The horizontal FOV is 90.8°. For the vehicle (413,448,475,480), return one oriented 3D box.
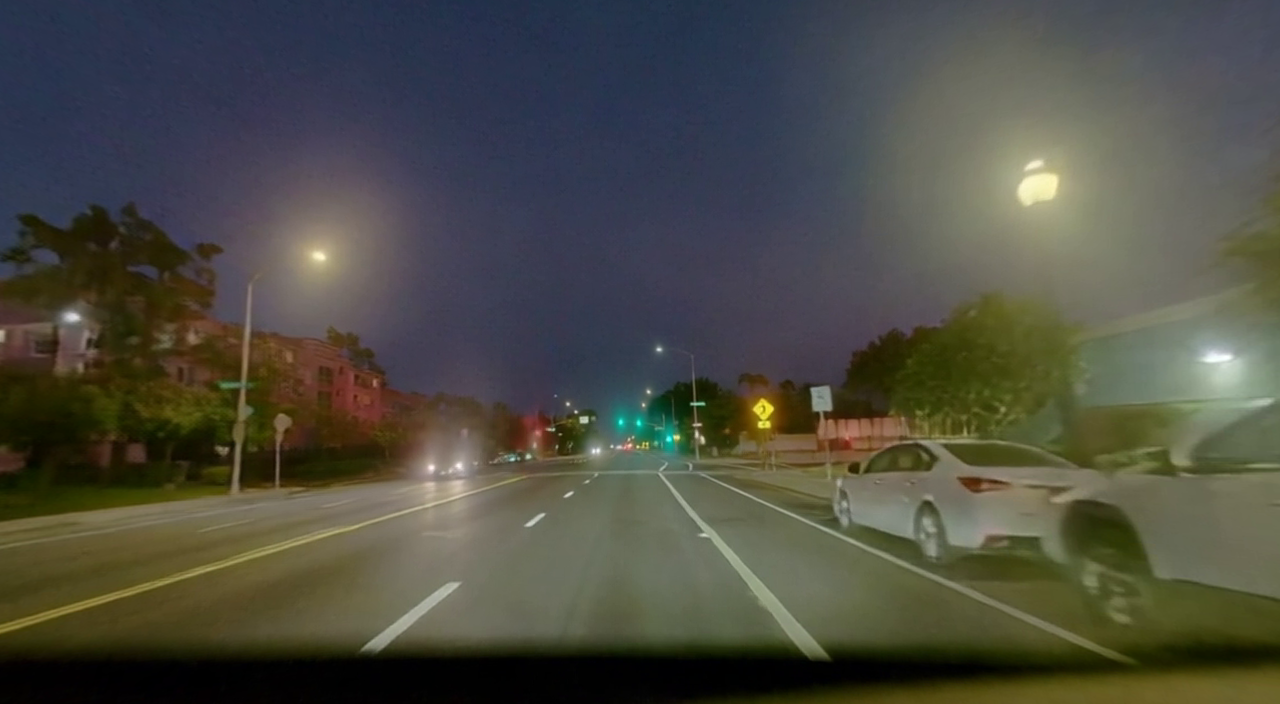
[{"bbox_3d":[-10.448,5.975,34.011,2.022,1.569,4.275,0,-8,-1],"label":"vehicle"}]

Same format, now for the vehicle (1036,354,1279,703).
[{"bbox_3d":[4.101,0.798,2.318,2.220,1.752,4.782,0,-8,1],"label":"vehicle"}]
